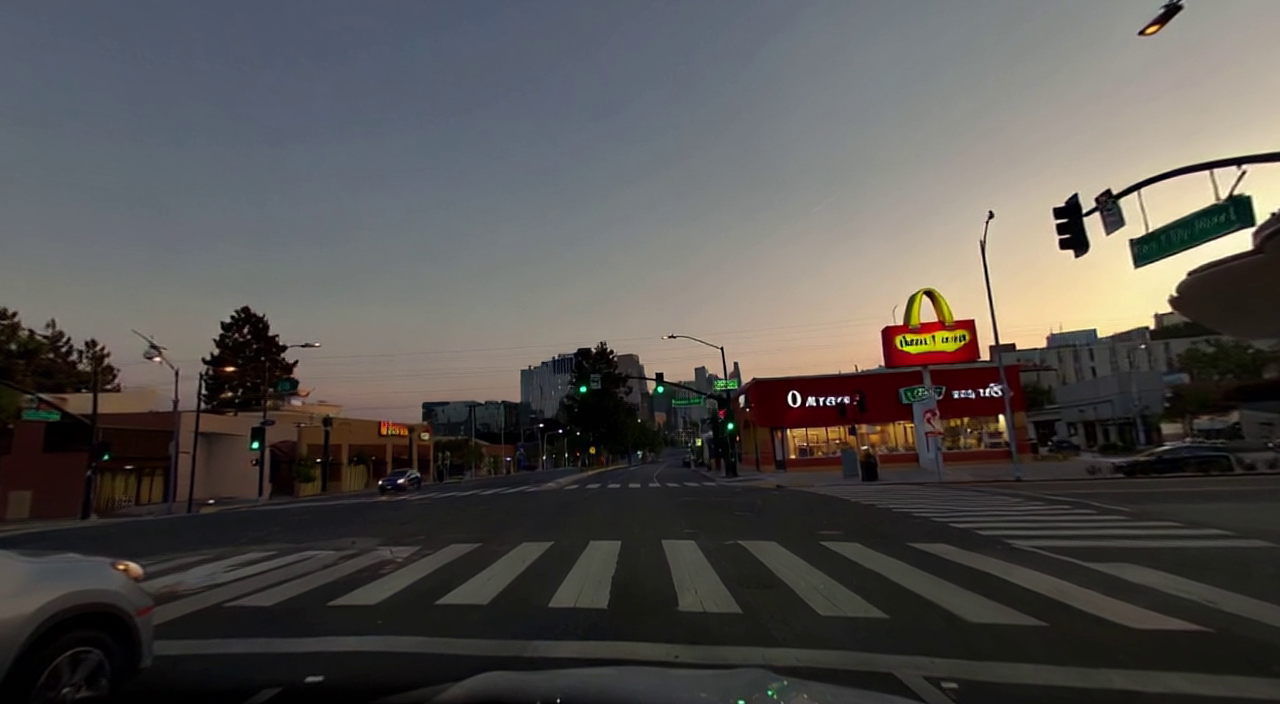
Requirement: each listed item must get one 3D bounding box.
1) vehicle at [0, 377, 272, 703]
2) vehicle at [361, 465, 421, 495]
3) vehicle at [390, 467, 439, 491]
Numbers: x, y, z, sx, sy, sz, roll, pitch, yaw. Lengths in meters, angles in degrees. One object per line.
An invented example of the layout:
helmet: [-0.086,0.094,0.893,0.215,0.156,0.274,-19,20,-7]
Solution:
vehicle: [-3.411,0.812,1.580,2.081,1.644,4.523,0,-9,2]
vehicle: [-19.221,9.897,48.945,2.227,2.033,5.614,0,-9,2]
vehicle: [-15.755,8.904,44.214,1.931,1.471,4.152,0,-9,0]
